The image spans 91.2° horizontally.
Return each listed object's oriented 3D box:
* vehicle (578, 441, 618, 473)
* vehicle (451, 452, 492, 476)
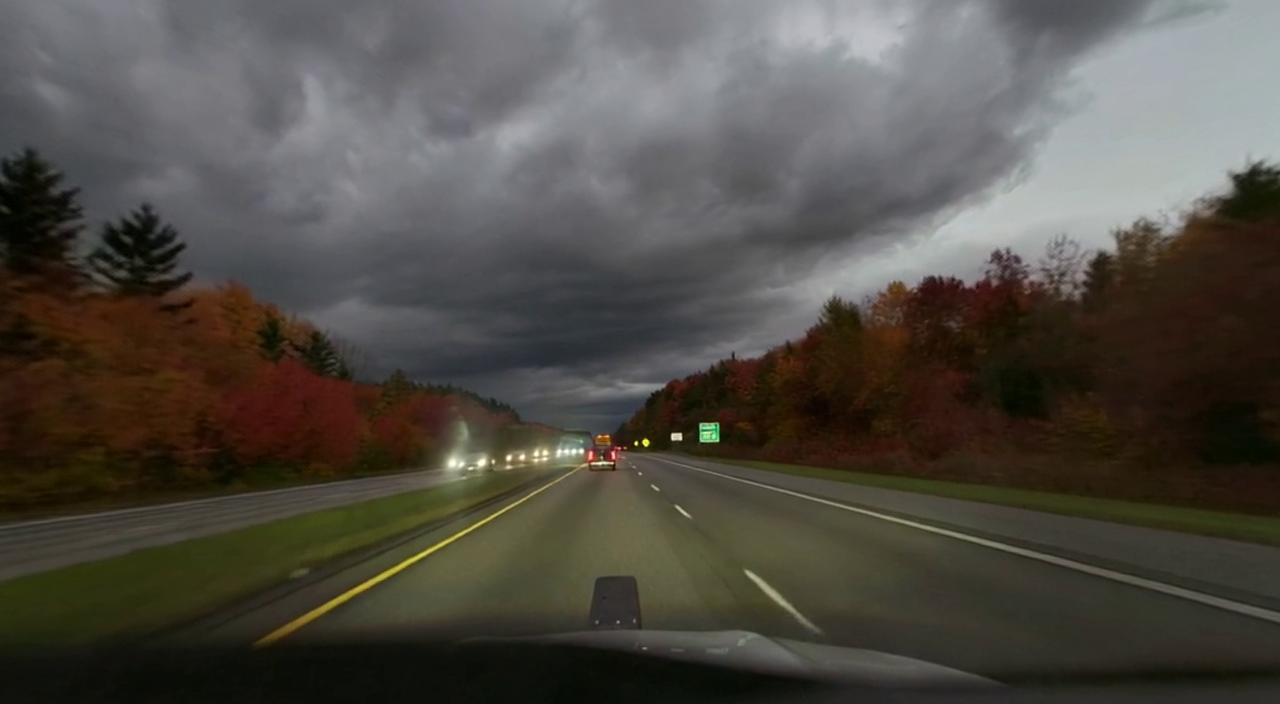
[{"bbox_3d":[-2.341,6.013,36.077,2.168,1.705,4.272,0,-9,-2],"label":"vehicle"},{"bbox_3d":[-11.654,7.755,43.639,1.923,1.513,3.904,0,-9,-2],"label":"vehicle"}]
